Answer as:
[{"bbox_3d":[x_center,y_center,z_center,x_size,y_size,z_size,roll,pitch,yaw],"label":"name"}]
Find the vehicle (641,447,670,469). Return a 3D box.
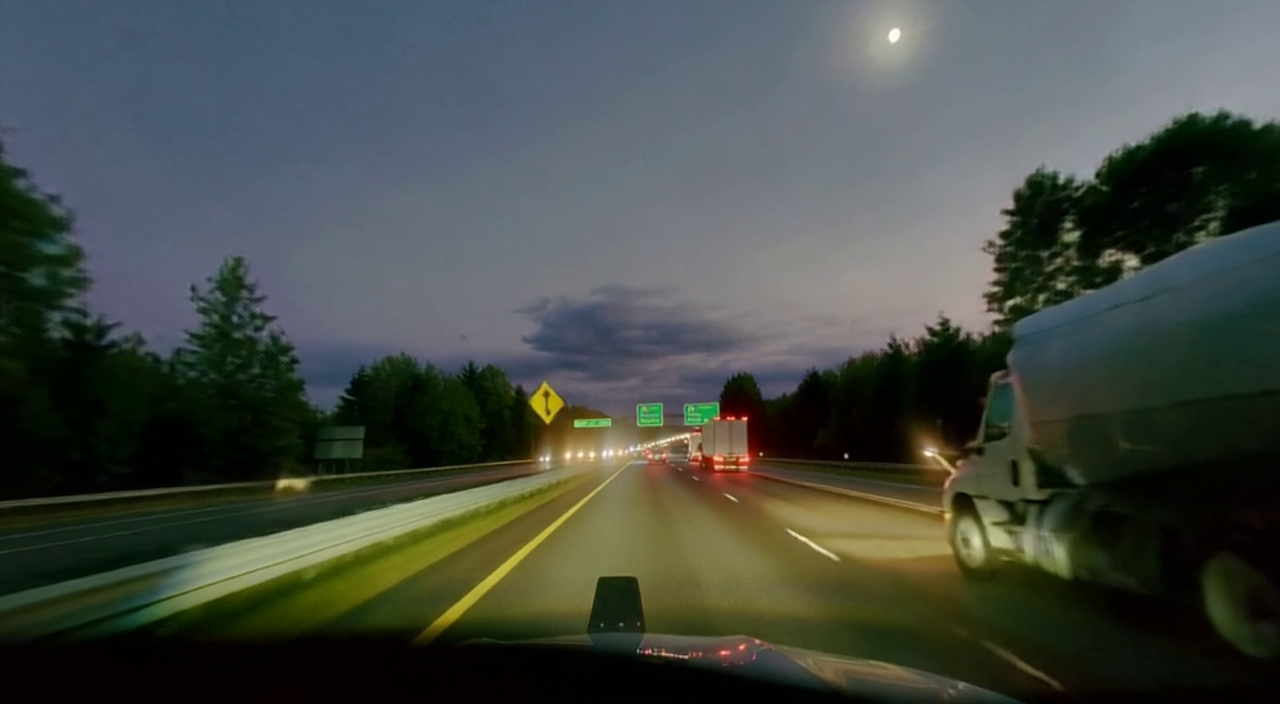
[{"bbox_3d":[1.127,7.822,46.741,2.049,1.500,3.790,0,-9,0],"label":"vehicle"}]

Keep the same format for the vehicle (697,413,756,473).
[{"bbox_3d":[5.206,5.674,39.211,2.743,3.367,7.306,0,-9,1],"label":"vehicle"}]

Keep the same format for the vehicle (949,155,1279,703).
[{"bbox_3d":[4.388,0.467,3.140,2.569,2.783,5.984,0,-9,0],"label":"vehicle"}]
